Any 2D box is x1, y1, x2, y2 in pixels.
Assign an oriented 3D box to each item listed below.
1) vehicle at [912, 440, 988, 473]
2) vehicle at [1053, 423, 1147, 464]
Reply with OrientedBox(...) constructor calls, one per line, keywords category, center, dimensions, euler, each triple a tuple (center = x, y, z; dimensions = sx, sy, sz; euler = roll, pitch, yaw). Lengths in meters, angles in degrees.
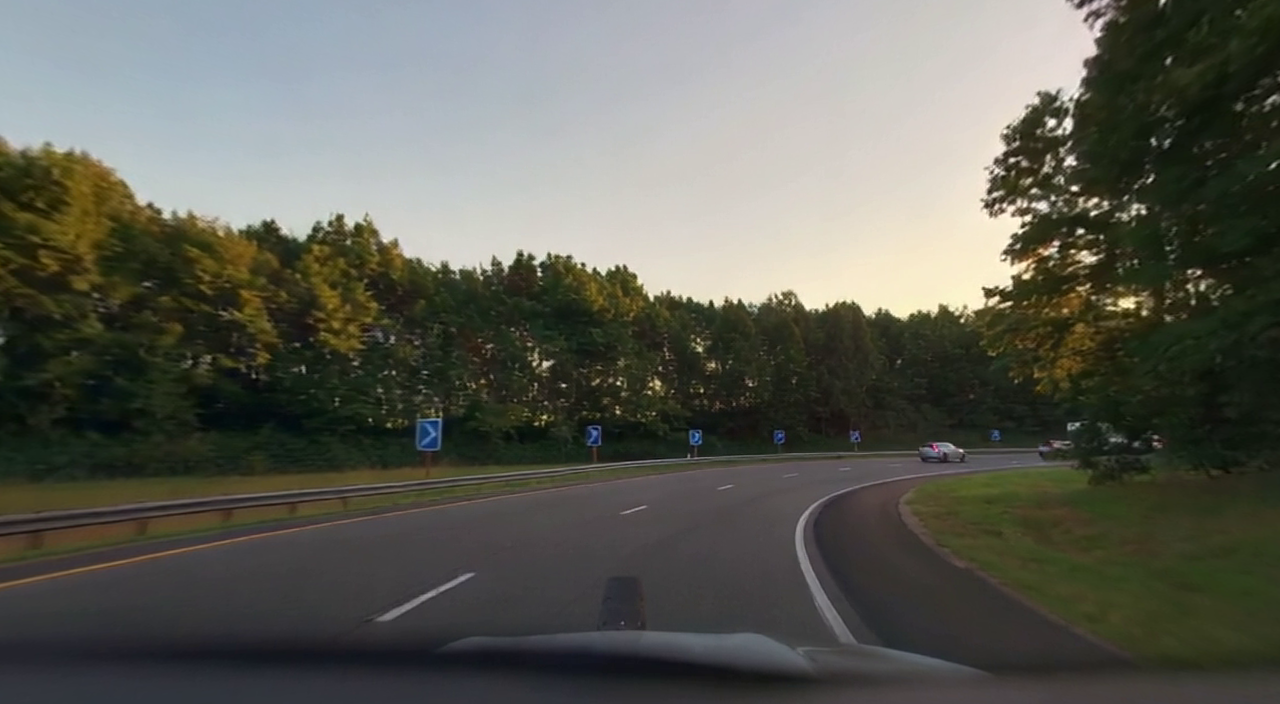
OrientedBox(category="vehicle", center=(17.354, 5.806, 35.160), dimensions=(4.325, 1.674, 2.221), euler=(8, -12, -41))
OrientedBox(category="vehicle", center=(33.405, 6.676, 45.776), dimensions=(5.981, 2.823, 2.498), euler=(3, -10, -21))
